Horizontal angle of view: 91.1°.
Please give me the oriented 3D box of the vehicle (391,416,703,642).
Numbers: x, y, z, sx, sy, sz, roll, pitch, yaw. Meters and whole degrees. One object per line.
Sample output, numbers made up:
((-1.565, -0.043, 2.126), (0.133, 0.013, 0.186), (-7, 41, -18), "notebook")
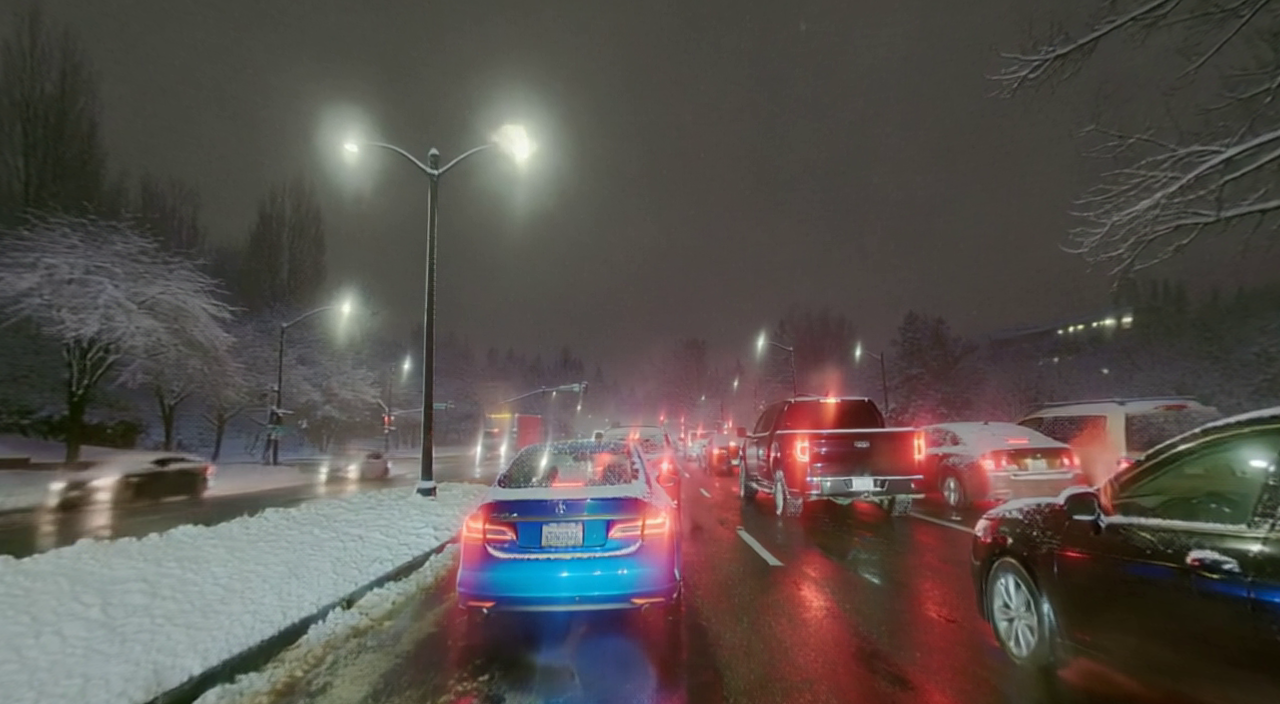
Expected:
((-0.575, 1.497, 6.330), (2.111, 1.506, 4.018), (0, -8, 2), "vehicle")

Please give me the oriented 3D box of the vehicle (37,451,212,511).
((-16.308, 4.061, 20.211), (2.000, 1.656, 4.160), (0, -8, 1), "vehicle")

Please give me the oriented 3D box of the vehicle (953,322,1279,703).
((3.159, 0.755, 2.072), (1.982, 1.709, 4.427), (0, -9, 1), "vehicle")

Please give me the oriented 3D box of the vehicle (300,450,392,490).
((-12.514, 5.004, 27.022), (1.907, 1.522, 4.115), (0, -9, 1), "vehicle")

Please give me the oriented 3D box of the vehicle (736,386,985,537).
((3.518, 1.953, 11.692), (2.444, 2.098, 5.766), (0, -9, -1), "vehicle")
